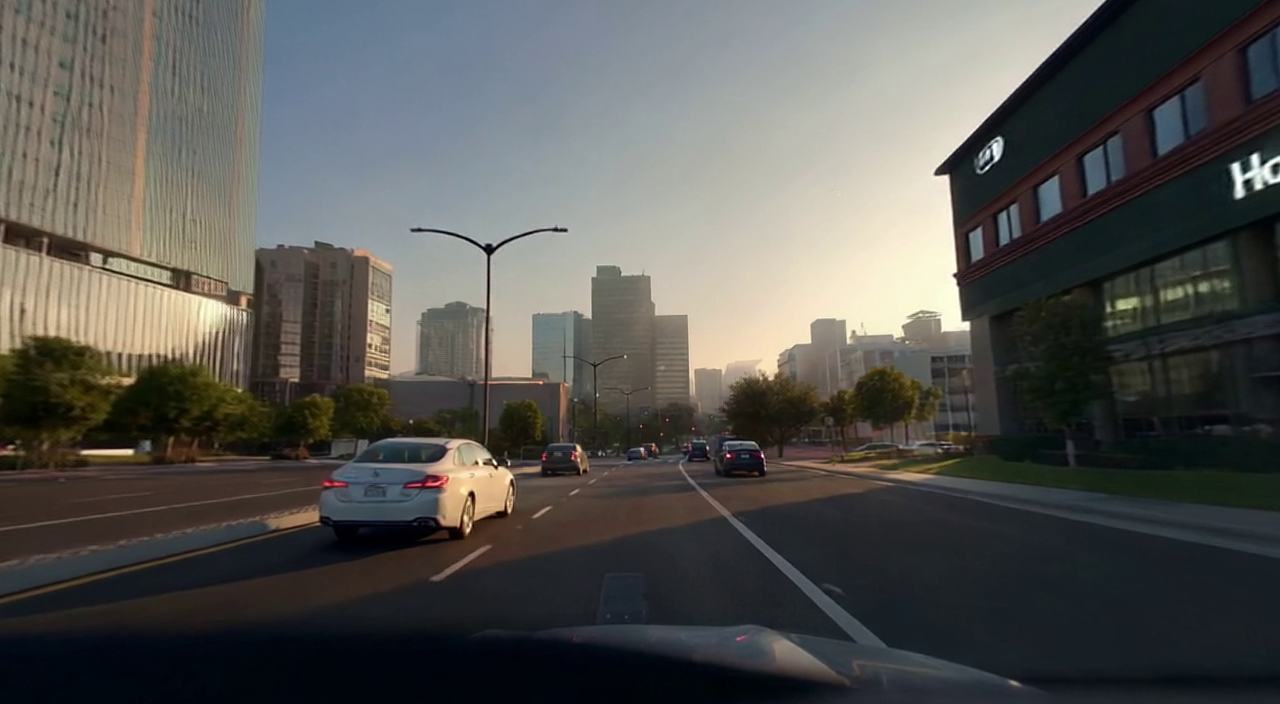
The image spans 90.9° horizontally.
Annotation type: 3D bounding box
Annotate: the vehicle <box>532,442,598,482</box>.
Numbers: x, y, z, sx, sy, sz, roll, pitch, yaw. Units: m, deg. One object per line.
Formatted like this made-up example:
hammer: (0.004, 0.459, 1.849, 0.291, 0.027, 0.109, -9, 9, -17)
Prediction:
vehicle: (-2.898, 4.348, 25.269, 1.980, 1.454, 4.226, -1, -8, 2)

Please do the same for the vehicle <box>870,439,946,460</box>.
vehicle: (19.508, 7.131, 46.002, 4.502, 1.454, 2.129, 0, -9, 0)

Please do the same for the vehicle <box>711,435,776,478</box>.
vehicle: (4.432, 4.555, 27.645, 2.103, 1.699, 4.171, 0, -8, 0)

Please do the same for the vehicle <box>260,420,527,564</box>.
vehicle: (-3.132, 1.885, 9.259, 2.118, 1.568, 4.436, 0, -8, 0)
